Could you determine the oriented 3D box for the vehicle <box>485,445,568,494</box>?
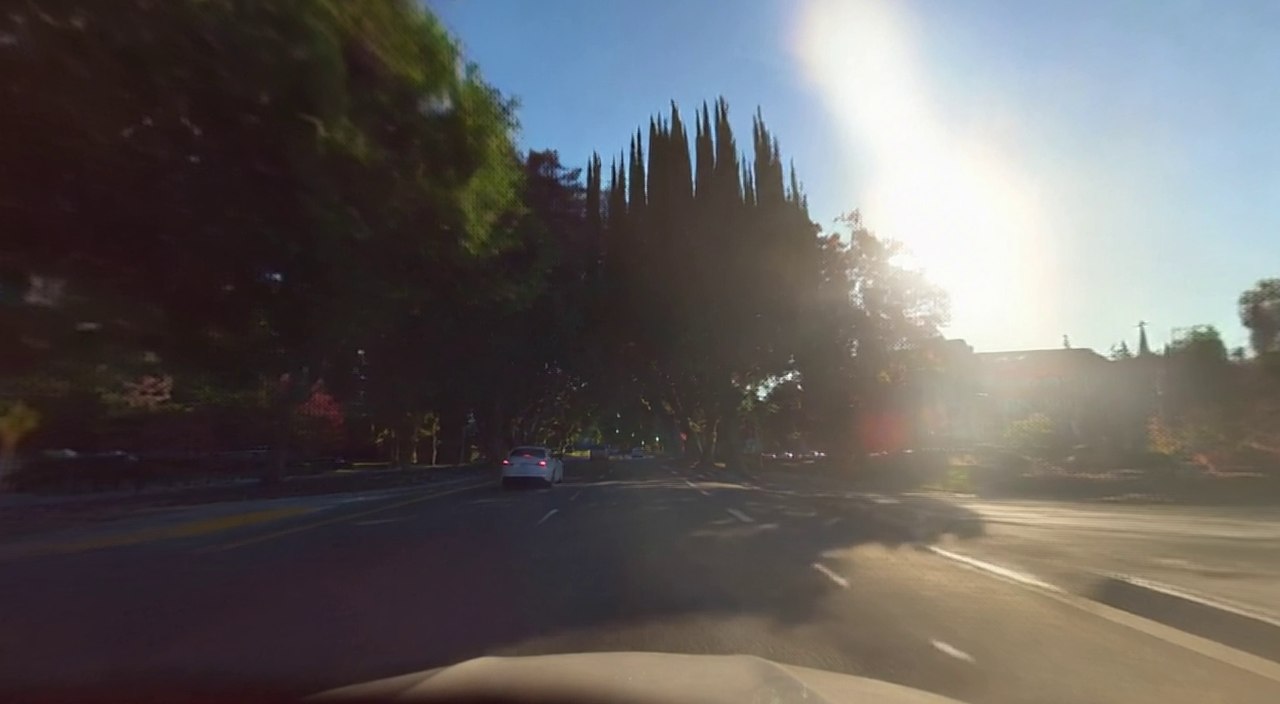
[{"bbox_3d":[-3.709,3.913,21.429,1.968,1.459,4.433,0,-8,0],"label":"vehicle"}]
